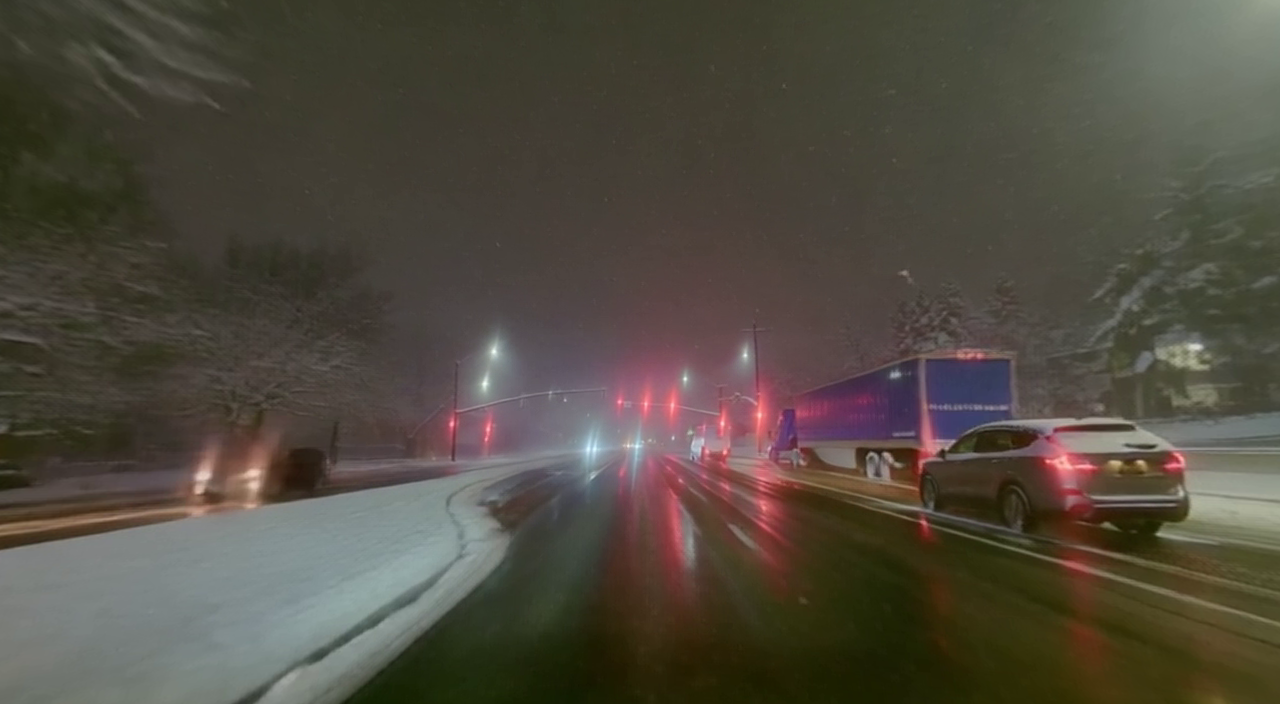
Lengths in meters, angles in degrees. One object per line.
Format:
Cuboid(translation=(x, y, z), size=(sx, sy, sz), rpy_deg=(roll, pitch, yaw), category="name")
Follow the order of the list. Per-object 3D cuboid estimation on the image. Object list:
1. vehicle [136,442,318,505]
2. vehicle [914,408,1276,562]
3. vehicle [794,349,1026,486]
Cuboid(translation=(-11.231, 3.294, 17.703), size=(1.954, 1.496, 4.590), rpy_deg=(0, -8, 1), category="vehicle")
Cuboid(translation=(6.283, 1.874, 9.672), size=(2.012, 1.754, 4.635), rpy_deg=(0, -8, -1), category="vehicle")
Cuboid(translation=(10.341, 3.218, 27.977), size=(2.975, 4.201, 17.050), rpy_deg=(0, -8, 1), category="vehicle")
